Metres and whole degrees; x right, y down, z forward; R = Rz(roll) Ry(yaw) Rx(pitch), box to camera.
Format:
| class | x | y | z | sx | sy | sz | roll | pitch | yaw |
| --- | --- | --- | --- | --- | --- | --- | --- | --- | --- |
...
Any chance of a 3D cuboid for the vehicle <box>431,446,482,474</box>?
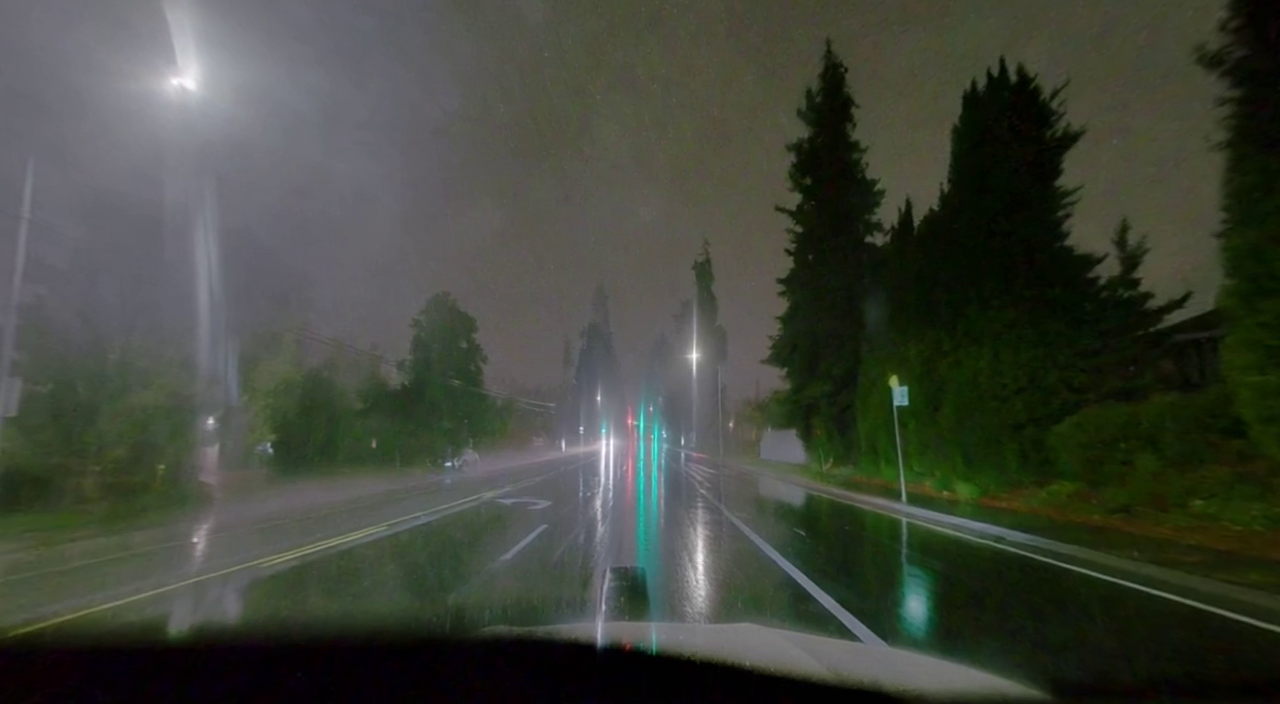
| class | x | y | z | sx | sy | sz | roll | pitch | yaw |
| --- | --- | --- | --- | --- | --- | --- | --- | --- | --- |
| vehicle | -12.184 | 7.131 | 42.069 | 1.921 | 1.611 | 4.713 | -4 | -8 | 1 |
